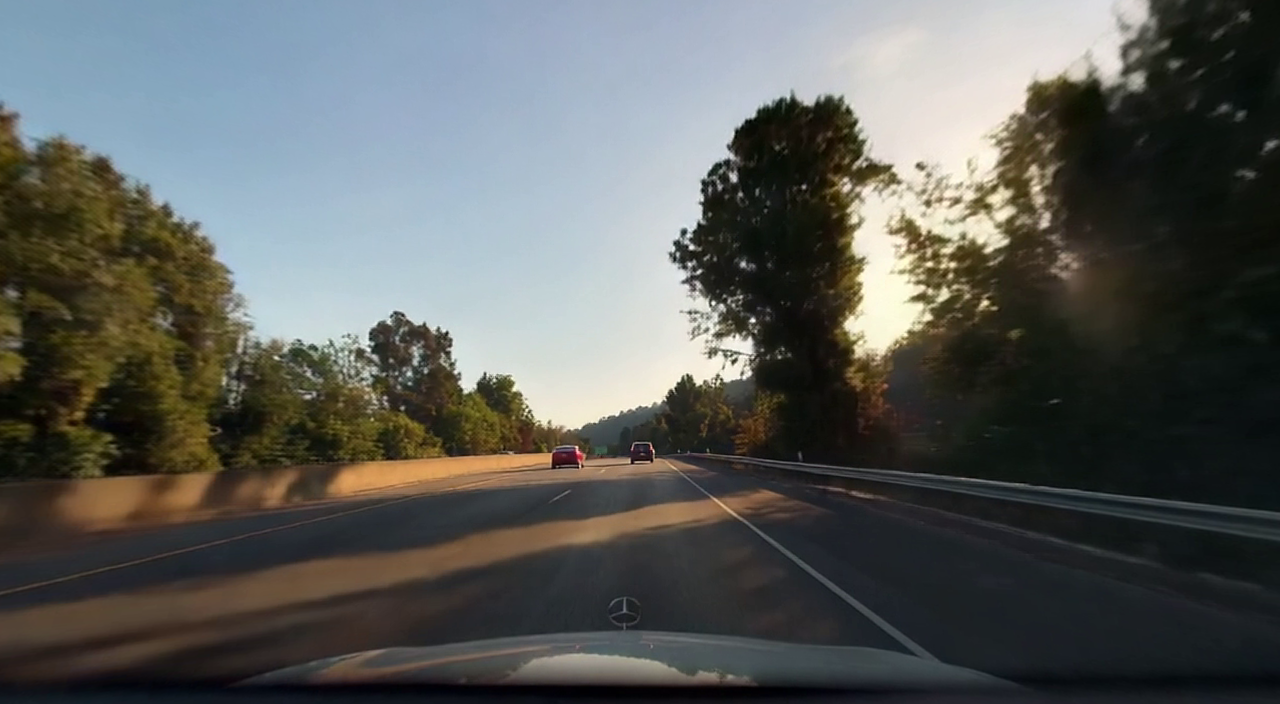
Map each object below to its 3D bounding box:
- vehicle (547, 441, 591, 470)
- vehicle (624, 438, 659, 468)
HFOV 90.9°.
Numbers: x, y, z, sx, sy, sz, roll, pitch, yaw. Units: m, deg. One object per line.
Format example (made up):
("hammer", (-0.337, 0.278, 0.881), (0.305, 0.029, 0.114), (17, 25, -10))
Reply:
("vehicle", (-4.152, 6.163, 37.675), (2.113, 1.656, 4.215), (0, -9, 1))
("vehicle", (0.076, 6.494, 40.651), (2.126, 1.786, 3.958), (0, -9, 0))
